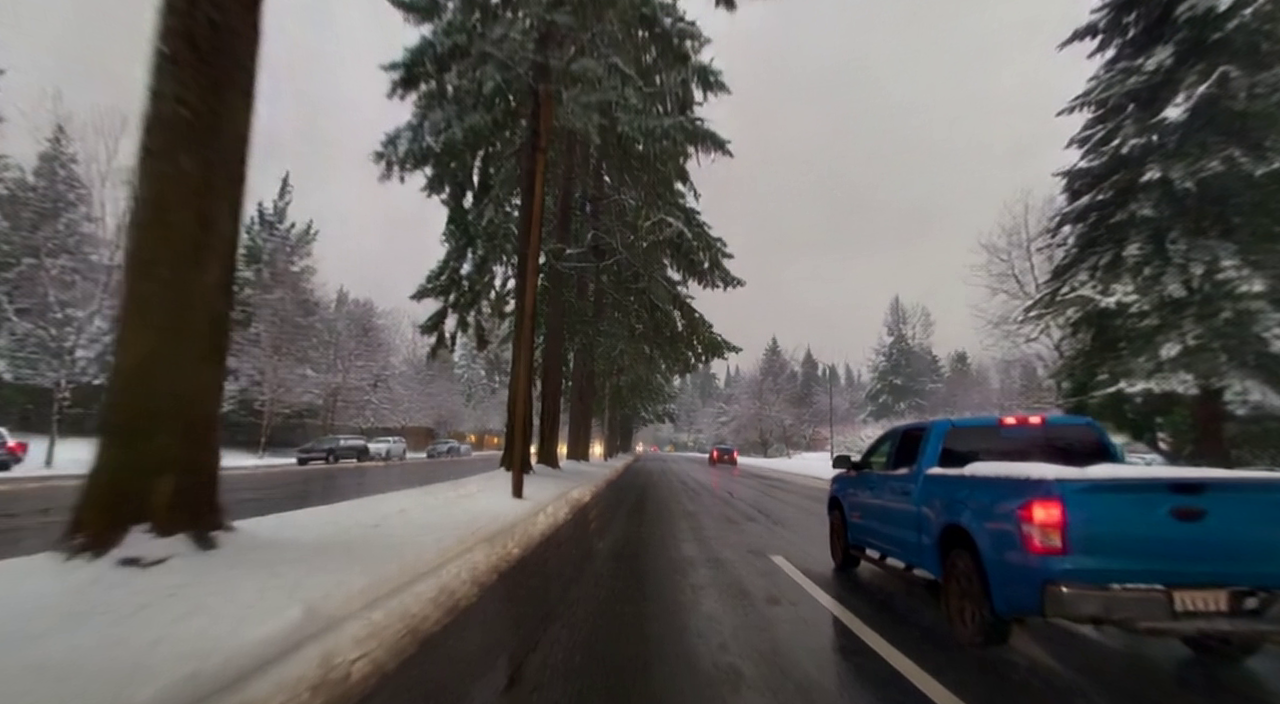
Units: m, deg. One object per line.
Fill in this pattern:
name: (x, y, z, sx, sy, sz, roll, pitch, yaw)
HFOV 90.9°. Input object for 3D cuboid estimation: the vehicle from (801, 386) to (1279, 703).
vehicle: (3.112, 1.374, 5.630, 2.108, 1.712, 4.616, 0, -8, 0)

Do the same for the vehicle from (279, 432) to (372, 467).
vehicle: (-18.242, 5.712, 37.007, 2.398, 1.883, 5.729, -1, -8, 2)

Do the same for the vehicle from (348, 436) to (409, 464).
vehicle: (-18.060, 6.763, 43.758, 2.051, 1.821, 4.721, 0, -8, 2)
